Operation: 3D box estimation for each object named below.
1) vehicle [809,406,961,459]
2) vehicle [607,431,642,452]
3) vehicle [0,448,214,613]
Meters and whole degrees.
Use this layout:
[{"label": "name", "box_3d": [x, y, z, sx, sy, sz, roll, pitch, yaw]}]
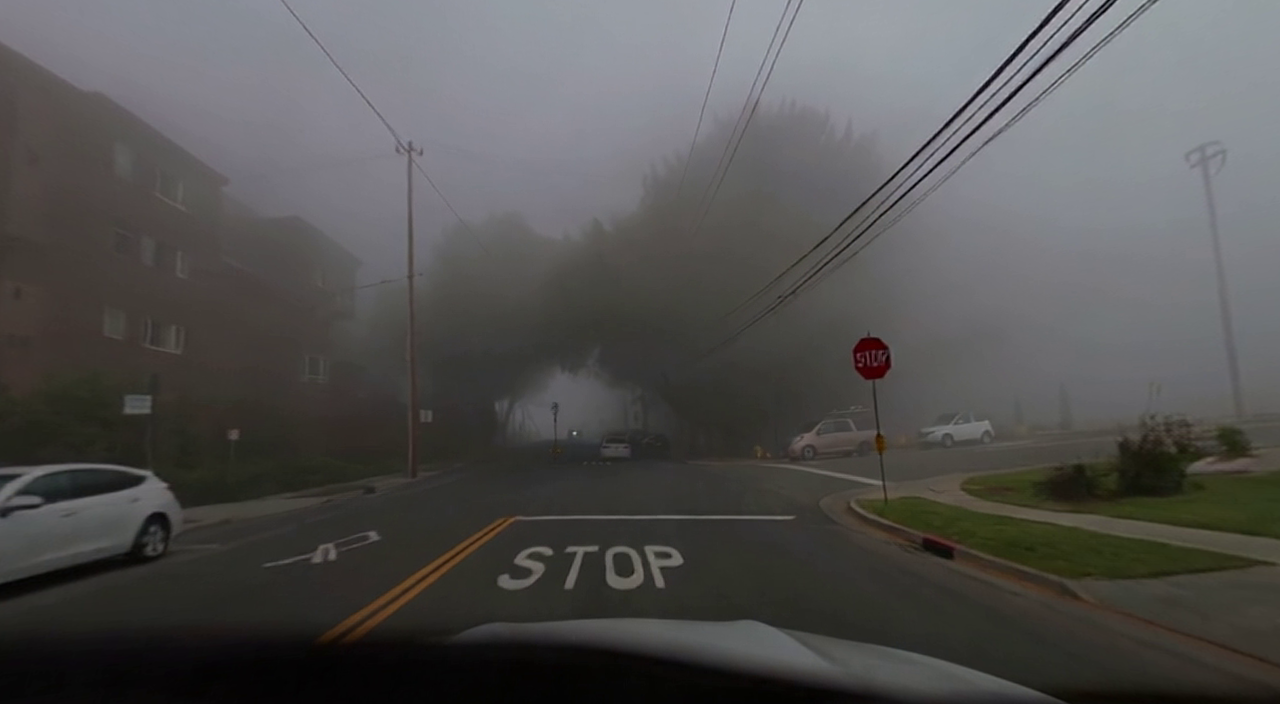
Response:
[{"label": "vehicle", "box_3d": [9.102, 3.055, 23.772, 4.790, 1.872, 2.155, 1, -9, -4]}, {"label": "vehicle", "box_3d": [-1.190, 6.673, 46.883, 1.918, 1.475, 4.060, 2, -9, -12]}, {"label": "vehicle", "box_3d": [-7.072, 1.891, 6.867, 1.922, 1.505, 4.502, -3, -8, -2]}]
